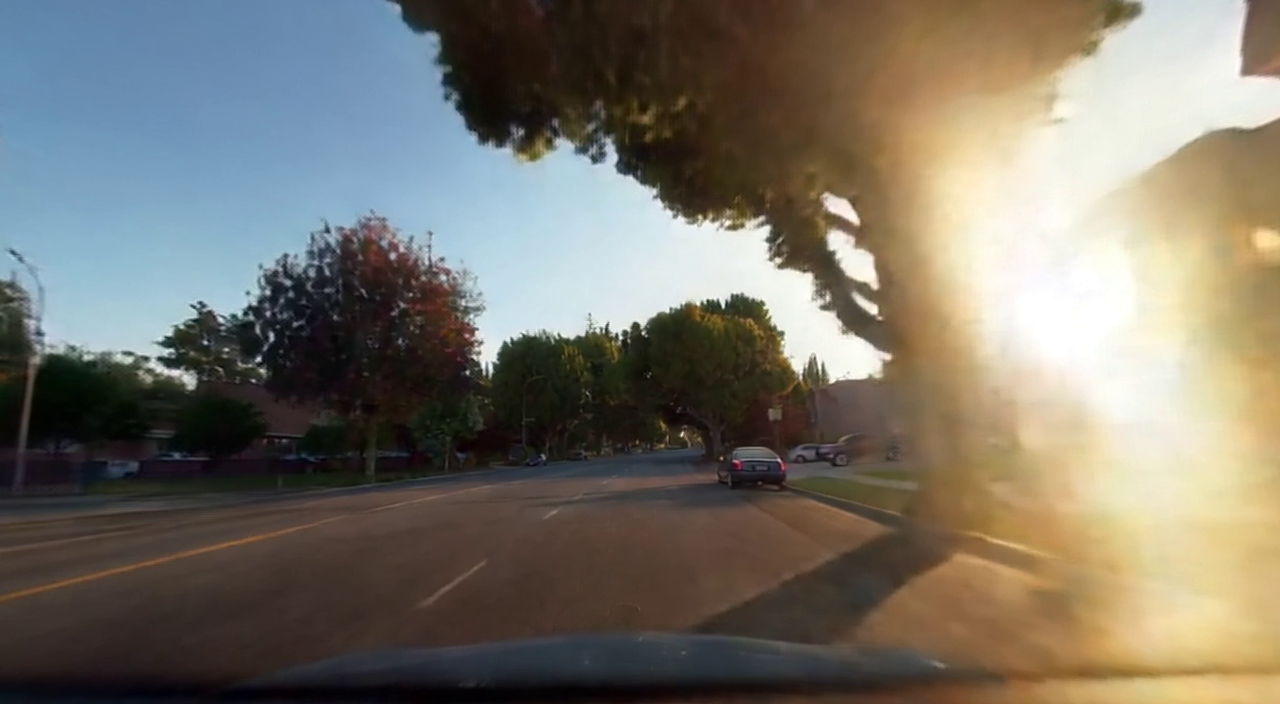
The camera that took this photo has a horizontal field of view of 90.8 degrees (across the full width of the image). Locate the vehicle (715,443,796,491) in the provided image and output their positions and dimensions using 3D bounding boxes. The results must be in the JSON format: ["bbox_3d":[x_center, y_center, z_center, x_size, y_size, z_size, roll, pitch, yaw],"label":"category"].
[{"bbox_3d":[4.002,4.068,22.799,2.080,1.503,4.821,0,-8,1],"label":"vehicle"}]

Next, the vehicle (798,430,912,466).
[{"bbox_3d":[11.412,5.156,33.948,5.369,1.860,2.163,-1,-9,5],"label":"vehicle"}]

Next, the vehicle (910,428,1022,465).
[{"bbox_3d":[15.706,4.583,30.628,4.290,1.717,2.013,-1,-9,7],"label":"vehicle"}]
